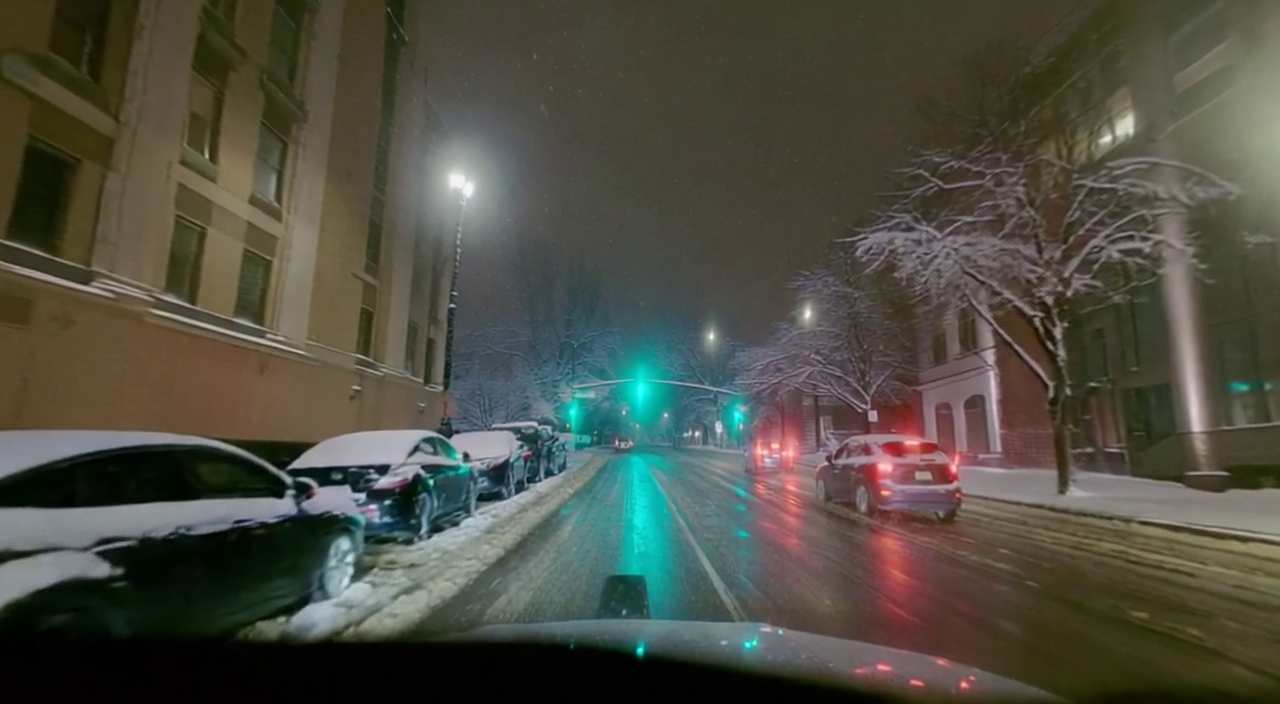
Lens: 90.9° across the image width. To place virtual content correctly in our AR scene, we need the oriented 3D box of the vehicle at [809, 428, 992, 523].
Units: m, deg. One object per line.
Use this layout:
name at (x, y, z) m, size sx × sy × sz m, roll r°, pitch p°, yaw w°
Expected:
vehicle at (4.998, 2.418, 12.861) m, size 1.891 × 1.599 × 4.173 m, roll 0°, pitch -8°, yaw -1°

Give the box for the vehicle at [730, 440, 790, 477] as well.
vehicle at (5.076, 4.565, 27.131) m, size 1.799 × 1.463 × 3.464 m, roll 0°, pitch -8°, yaw -2°

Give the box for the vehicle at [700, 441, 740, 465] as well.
vehicle at (5.173, 6.582, 41.277) m, size 1.917 × 1.467 × 4.452 m, roll 0°, pitch -8°, yaw -1°

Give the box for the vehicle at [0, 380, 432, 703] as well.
vehicle at (-3.115, 1.112, 3.794) m, size 2.121 × 1.490 × 4.910 m, roll 0°, pitch -8°, yaw -1°

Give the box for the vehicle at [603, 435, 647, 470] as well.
vehicle at (-0.726, 5.197, 32.827) m, size 2.122 × 1.689 × 3.885 m, roll 0°, pitch -8°, yaw 0°

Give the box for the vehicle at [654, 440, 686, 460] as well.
vehicle at (2.221, 7.445, 47.789) m, size 2.182 × 1.450 × 4.013 m, roll 0°, pitch -8°, yaw -1°
